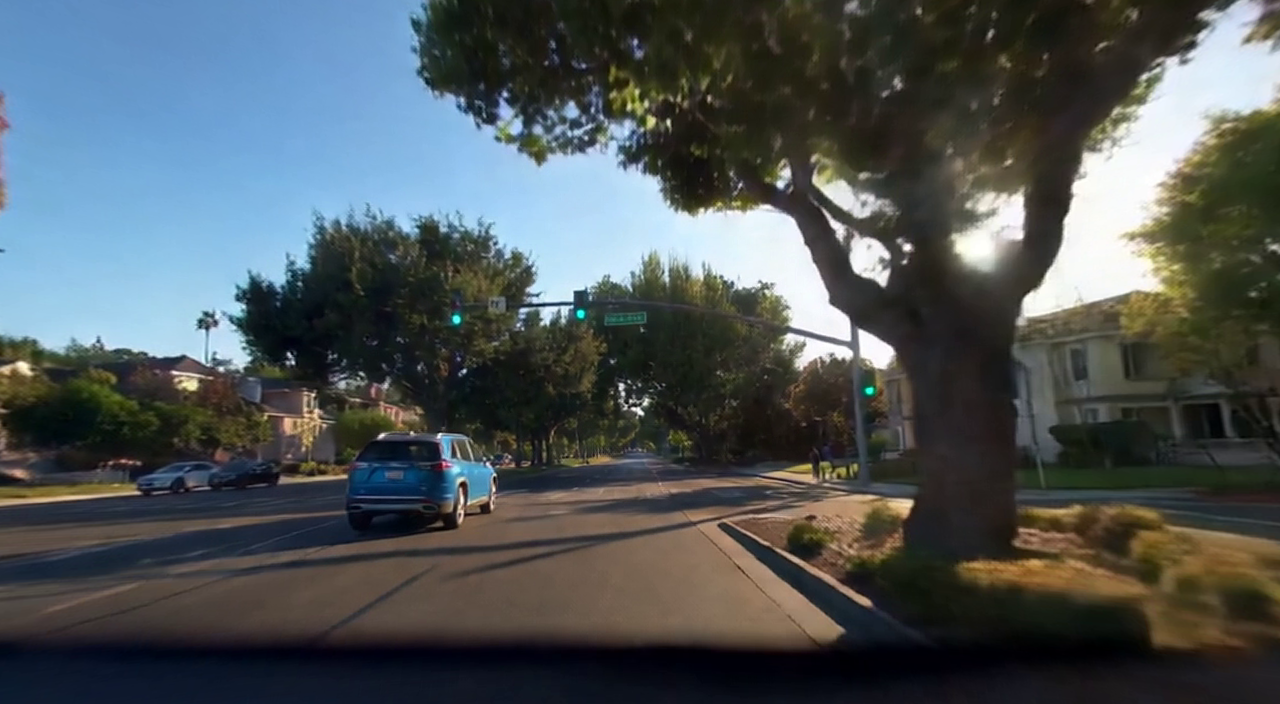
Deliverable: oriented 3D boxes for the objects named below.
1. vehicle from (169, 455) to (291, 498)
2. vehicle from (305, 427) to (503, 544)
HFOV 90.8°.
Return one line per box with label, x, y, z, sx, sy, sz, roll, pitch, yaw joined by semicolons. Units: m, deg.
vehicle;-16.679;5.044;26.028;1.941;1.495;4.713;0;-8;-1
vehicle;-4.020;2.316;11.674;1.993;1.733;4.262;0;-8;0
